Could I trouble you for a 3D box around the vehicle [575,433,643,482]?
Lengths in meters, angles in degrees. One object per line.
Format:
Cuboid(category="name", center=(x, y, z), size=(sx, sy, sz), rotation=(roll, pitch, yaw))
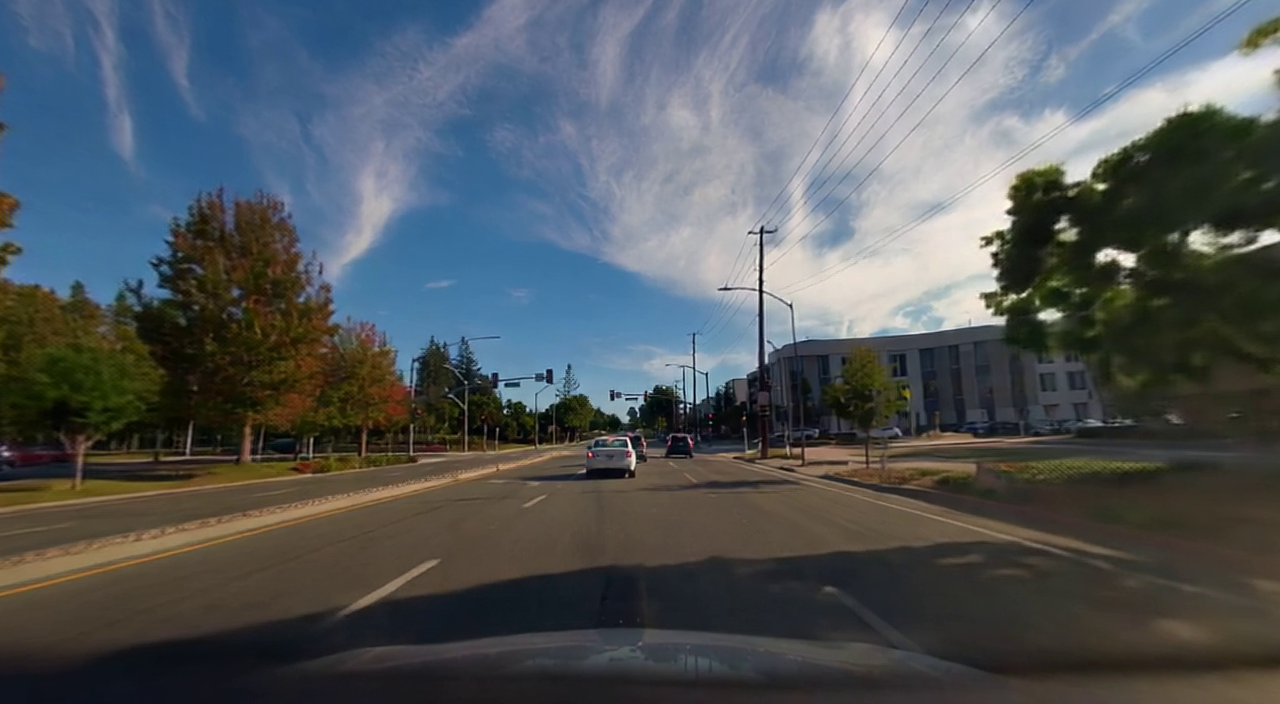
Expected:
Cuboid(category="vehicle", center=(-0.960, 3.497, 21.187), size=(2.075, 1.470, 3.962), rotation=(0, -8, 0))
